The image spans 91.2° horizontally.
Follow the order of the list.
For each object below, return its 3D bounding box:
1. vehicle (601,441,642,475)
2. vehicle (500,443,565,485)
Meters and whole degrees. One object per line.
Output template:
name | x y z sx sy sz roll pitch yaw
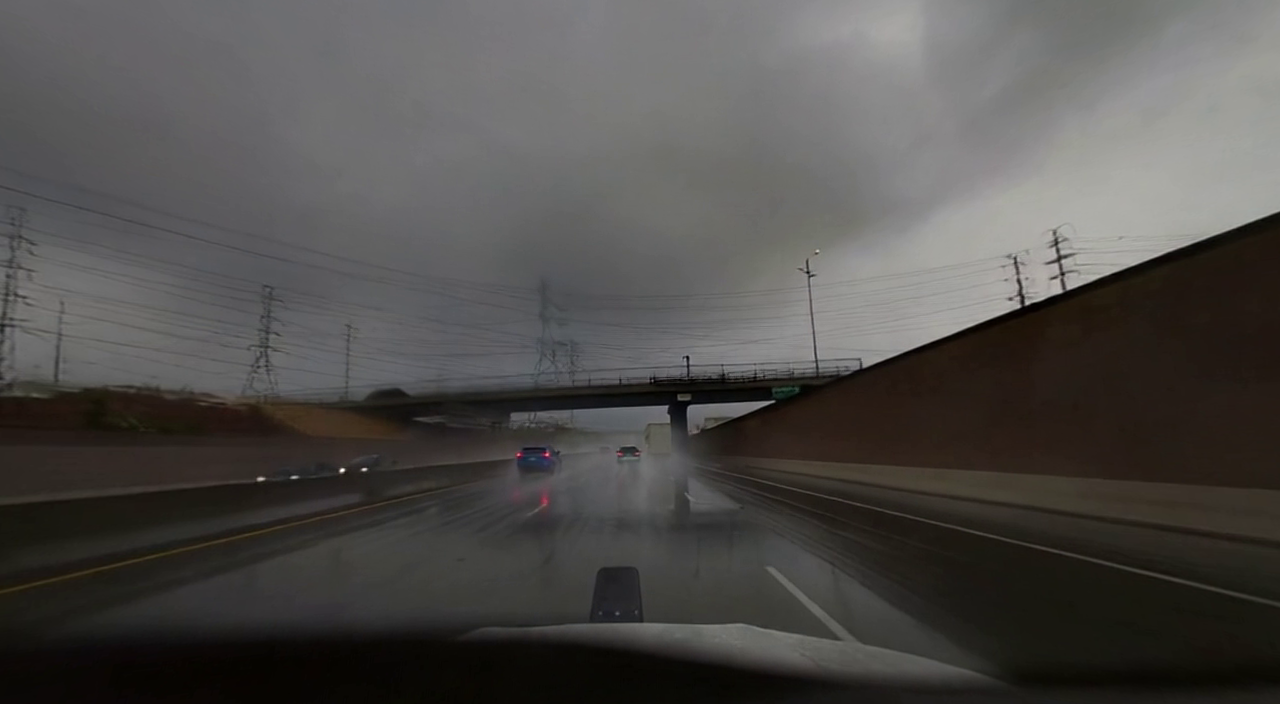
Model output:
vehicle | -0.912 5.465 32.376 2.004 1.615 4.113 0 -9 0
vehicle | -4.276 4.516 25.530 1.987 1.548 3.981 0 -9 -1
